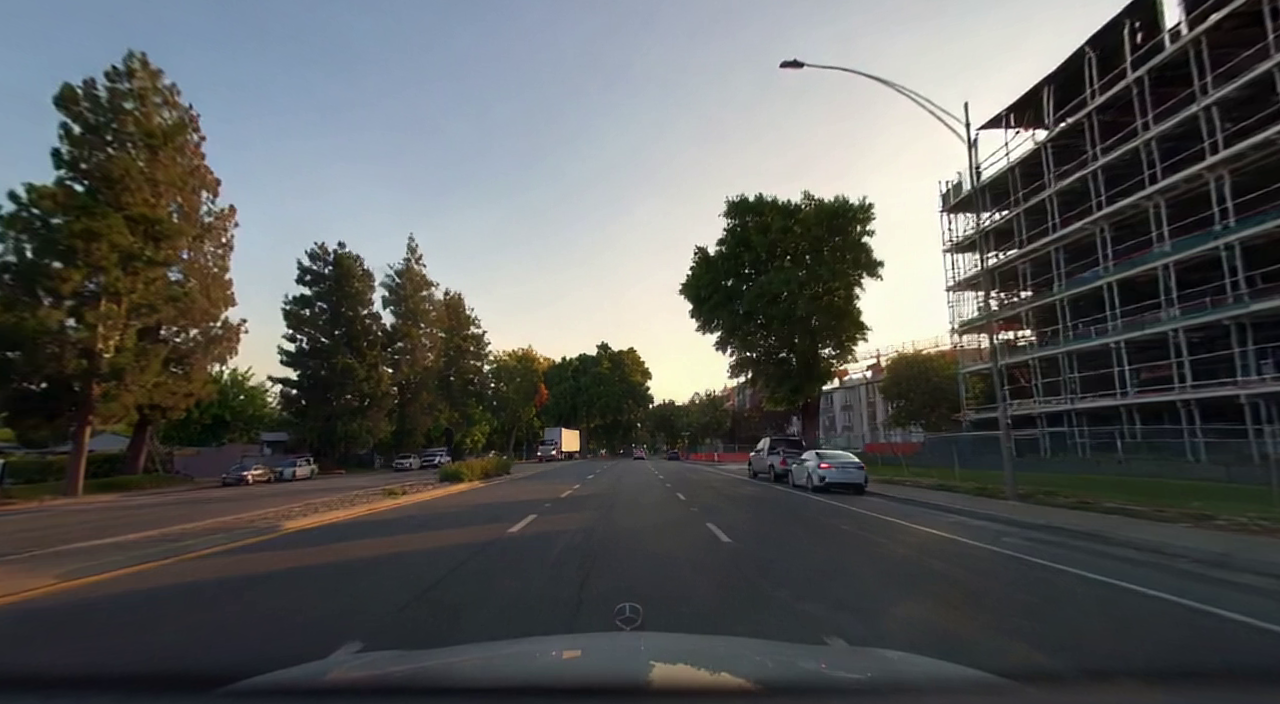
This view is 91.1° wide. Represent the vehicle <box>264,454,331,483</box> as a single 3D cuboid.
[{"bbox_3d":[-23.006,7.820,42.424,2.006,1.755,4.476,0,-8,-1],"label":"vehicle"}]

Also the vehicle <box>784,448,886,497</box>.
[{"bbox_3d":[6.439,4.007,21.340,1.860,1.467,4.576,0,-8,-2],"label":"vehicle"}]

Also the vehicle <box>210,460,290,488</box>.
[{"bbox_3d":[-22.985,7.168,37.196,1.862,1.458,4.701,0,-8,-2],"label":"vehicle"}]

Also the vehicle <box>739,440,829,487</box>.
[{"bbox_3d":[6.313,4.977,28.606,2.513,1.890,6.666,0,-8,0],"label":"vehicle"}]
